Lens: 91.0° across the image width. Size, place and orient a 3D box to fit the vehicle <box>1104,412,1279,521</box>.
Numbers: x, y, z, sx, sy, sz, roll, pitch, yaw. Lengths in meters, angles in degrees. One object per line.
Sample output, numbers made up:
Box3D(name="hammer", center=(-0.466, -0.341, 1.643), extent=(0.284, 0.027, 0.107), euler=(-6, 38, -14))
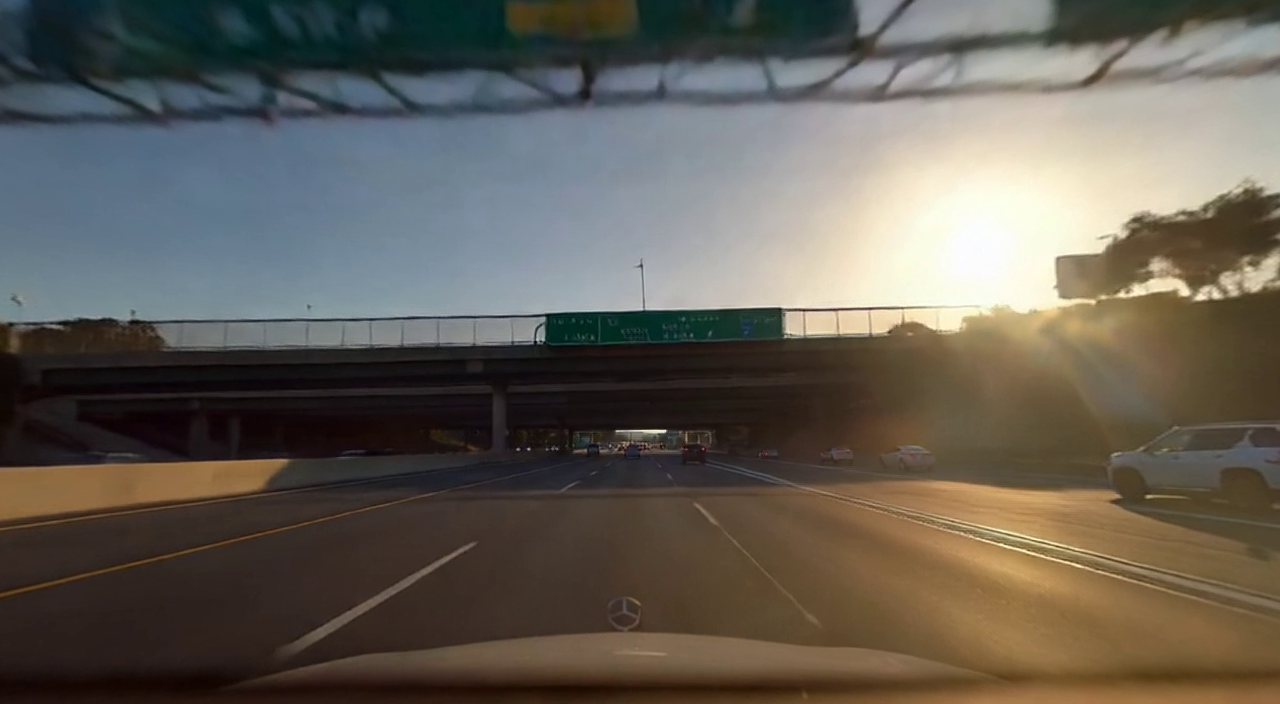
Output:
Box3D(name="vehicle", center=(14.025, 2.540, 14.130), extent=(2.442, 2.140, 6.462), euler=(0, -9, 2))

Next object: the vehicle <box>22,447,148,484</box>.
Box3D(name="vehicle", center=(-25.486, 5.180, 29.136), extent=(1.851, 1.544, 4.348), euler=(0, -9, 0))

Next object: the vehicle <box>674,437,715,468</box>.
Box3D(name="vehicle", center=(3.341, 6.316, 39.514), extent=(2.147, 1.794, 4.538), euler=(0, -9, -1))

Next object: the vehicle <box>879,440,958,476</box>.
Box3D(name="vehicle", center=(14.746, 5.608, 33.638), extent=(2.116, 1.754, 4.727), euler=(0, -9, 1))
